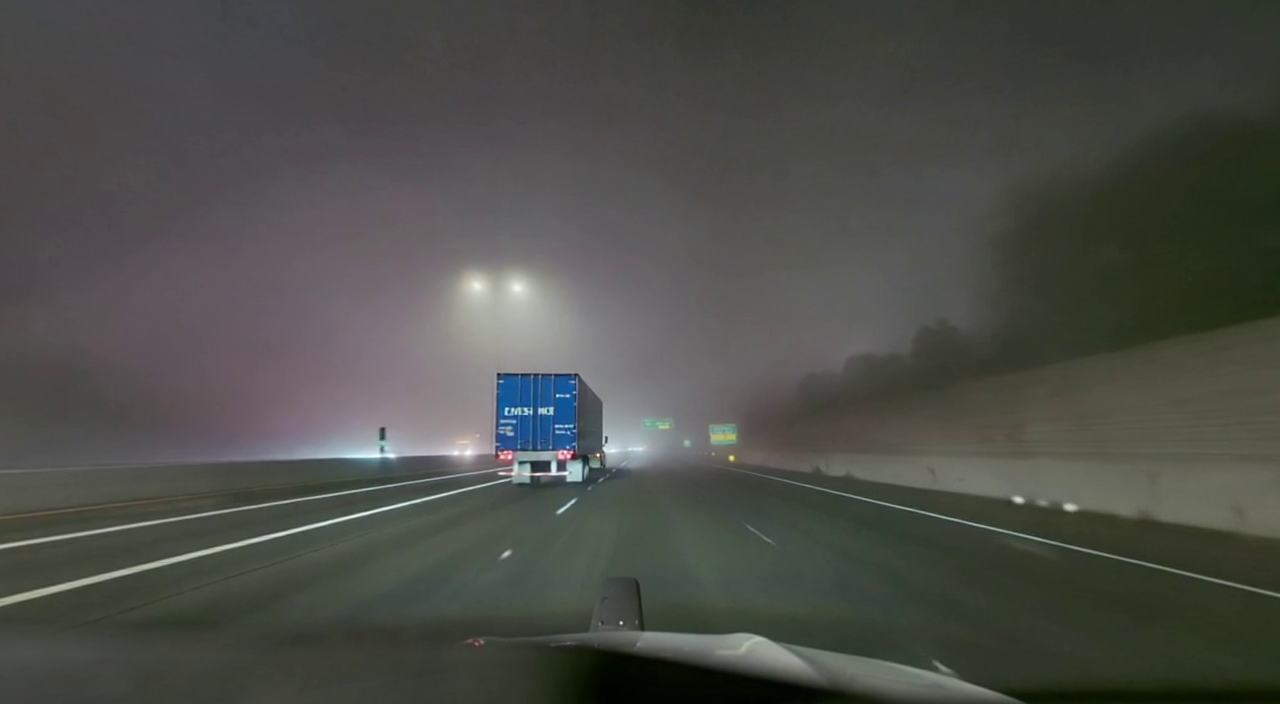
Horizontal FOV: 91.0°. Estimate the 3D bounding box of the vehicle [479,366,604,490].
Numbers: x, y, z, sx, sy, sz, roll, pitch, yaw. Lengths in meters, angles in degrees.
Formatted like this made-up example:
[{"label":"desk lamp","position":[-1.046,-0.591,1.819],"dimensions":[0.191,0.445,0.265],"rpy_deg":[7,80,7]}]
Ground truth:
[{"label":"vehicle","position":[-3.460,3.258,25.709],"dimensions":[3.059,3.956,11.036],"rpy_deg":[0,-9,1]}]
